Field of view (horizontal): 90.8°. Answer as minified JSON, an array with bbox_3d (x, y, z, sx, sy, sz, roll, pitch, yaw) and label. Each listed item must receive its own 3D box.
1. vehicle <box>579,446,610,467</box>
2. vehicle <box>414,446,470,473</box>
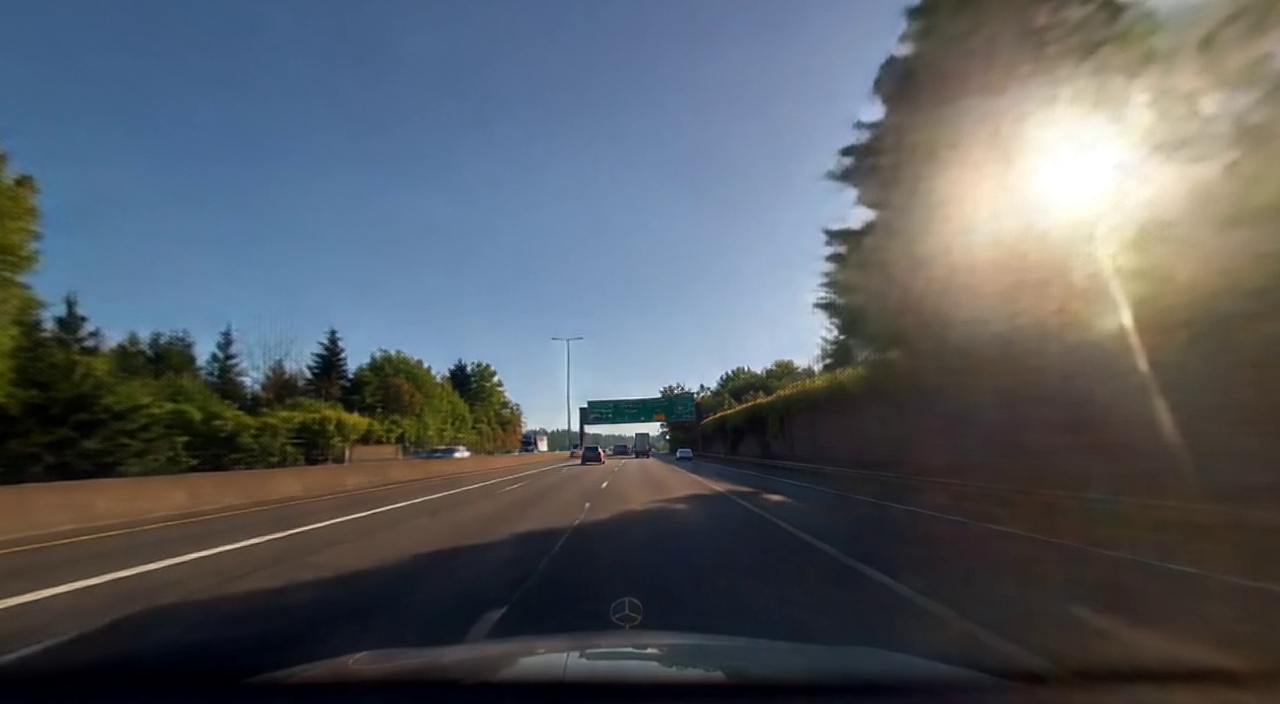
[{"bbox_3d":[-3.386,7.874,47.800,2.020,1.475,4.434,0,-9,0],"label":"vehicle"},{"bbox_3d":[-11.942,6.500,38.350,2.010,1.524,4.377,0,-9,0],"label":"vehicle"}]
